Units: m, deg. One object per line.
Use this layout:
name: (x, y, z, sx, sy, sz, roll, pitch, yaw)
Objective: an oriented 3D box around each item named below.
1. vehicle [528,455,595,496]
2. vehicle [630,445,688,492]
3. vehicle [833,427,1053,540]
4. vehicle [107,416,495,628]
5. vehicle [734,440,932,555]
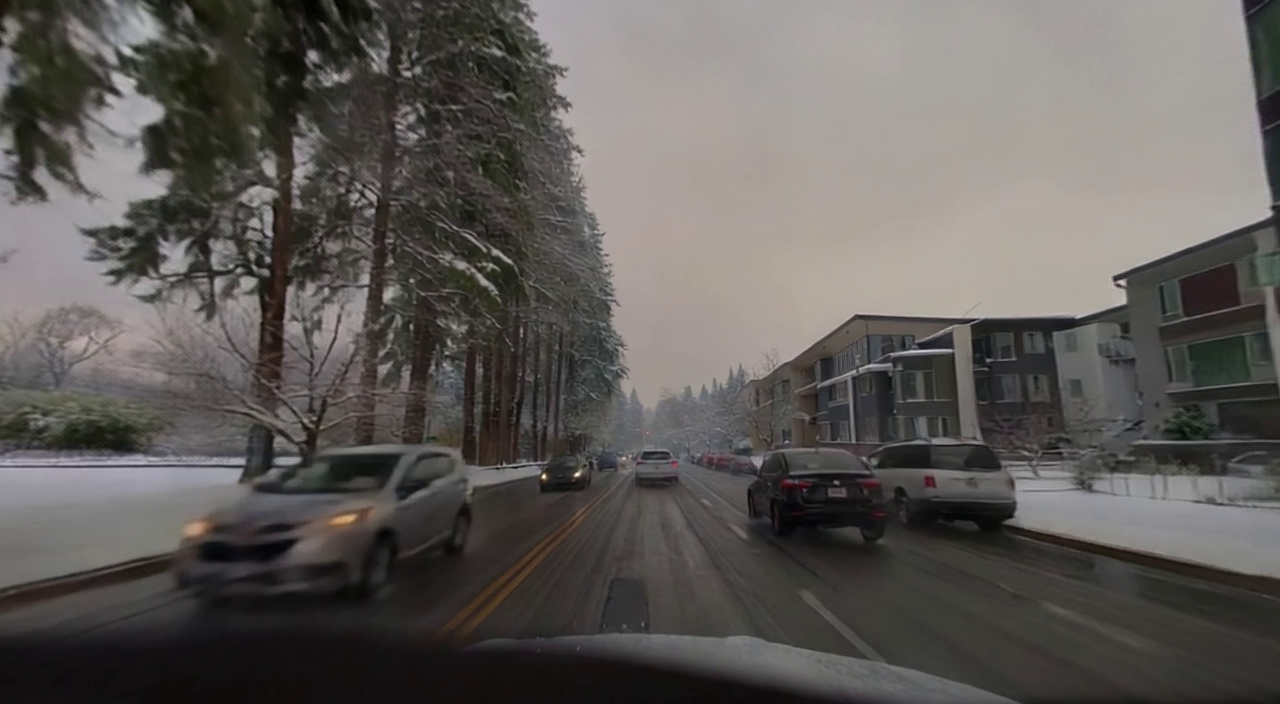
vehicle: (-2.915, 4.686, 24.279, 1.997, 1.415, 4.195, -1, -9, 1)
vehicle: (0.715, 4.533, 24.785, 2.105, 1.653, 3.887, -1, -9, 1)
vehicle: (5.685, 2.524, 12.698, 2.059, 1.813, 4.637, 0, -9, 0)
vehicle: (-3.310, 1.755, 7.417, 2.124, 1.731, 4.227, -1, -9, 1)
vehicle: (2.951, 2.322, 10.722, 1.991, 1.536, 4.116, 0, -9, -1)
